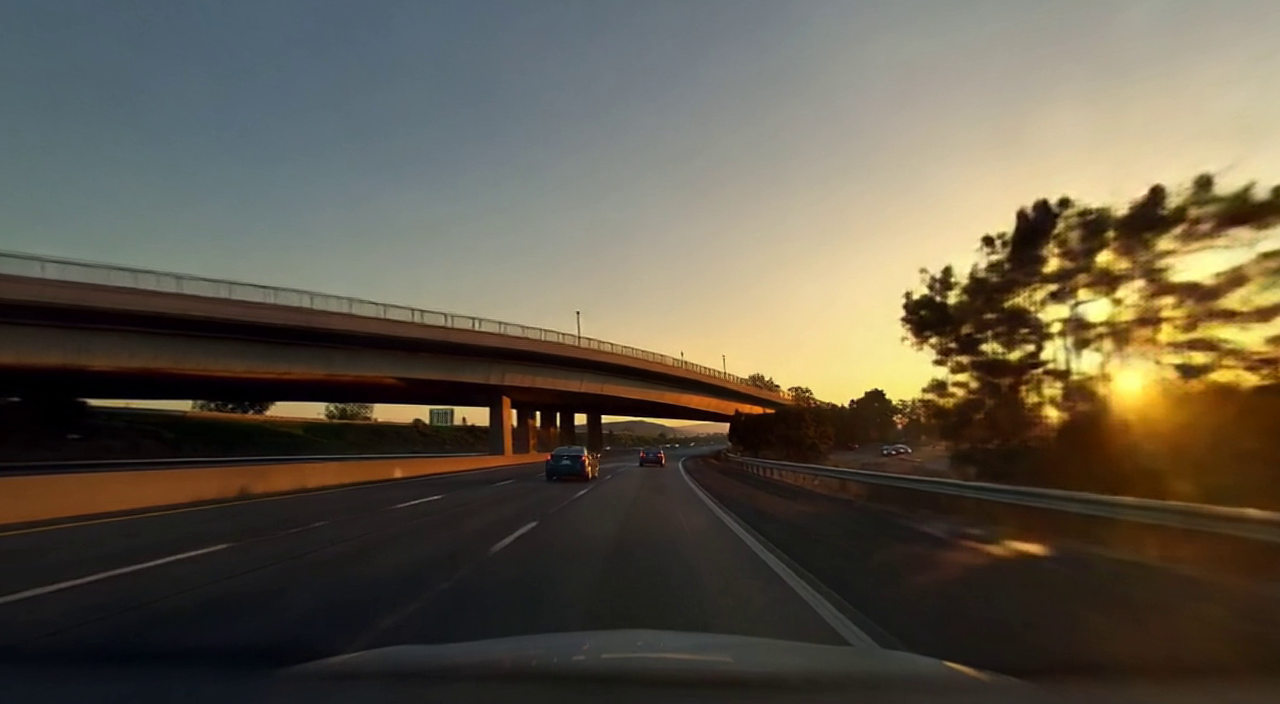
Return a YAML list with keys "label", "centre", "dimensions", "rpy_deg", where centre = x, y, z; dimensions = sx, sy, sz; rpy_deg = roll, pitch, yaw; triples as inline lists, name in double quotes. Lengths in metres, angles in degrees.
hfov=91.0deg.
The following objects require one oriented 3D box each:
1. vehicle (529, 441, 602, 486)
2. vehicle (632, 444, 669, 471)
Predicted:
- label: "vehicle"
  centre: [-2.738, 4.263, 24.316]
  dimensions: [2.129, 1.563, 4.387]
  rpy_deg: [0, -9, 2]
- label: "vehicle"
  centre: [0.646, 6.390, 38.191]
  dimensions: [2.129, 1.502, 4.321]
  rpy_deg: [0, -9, 1]
